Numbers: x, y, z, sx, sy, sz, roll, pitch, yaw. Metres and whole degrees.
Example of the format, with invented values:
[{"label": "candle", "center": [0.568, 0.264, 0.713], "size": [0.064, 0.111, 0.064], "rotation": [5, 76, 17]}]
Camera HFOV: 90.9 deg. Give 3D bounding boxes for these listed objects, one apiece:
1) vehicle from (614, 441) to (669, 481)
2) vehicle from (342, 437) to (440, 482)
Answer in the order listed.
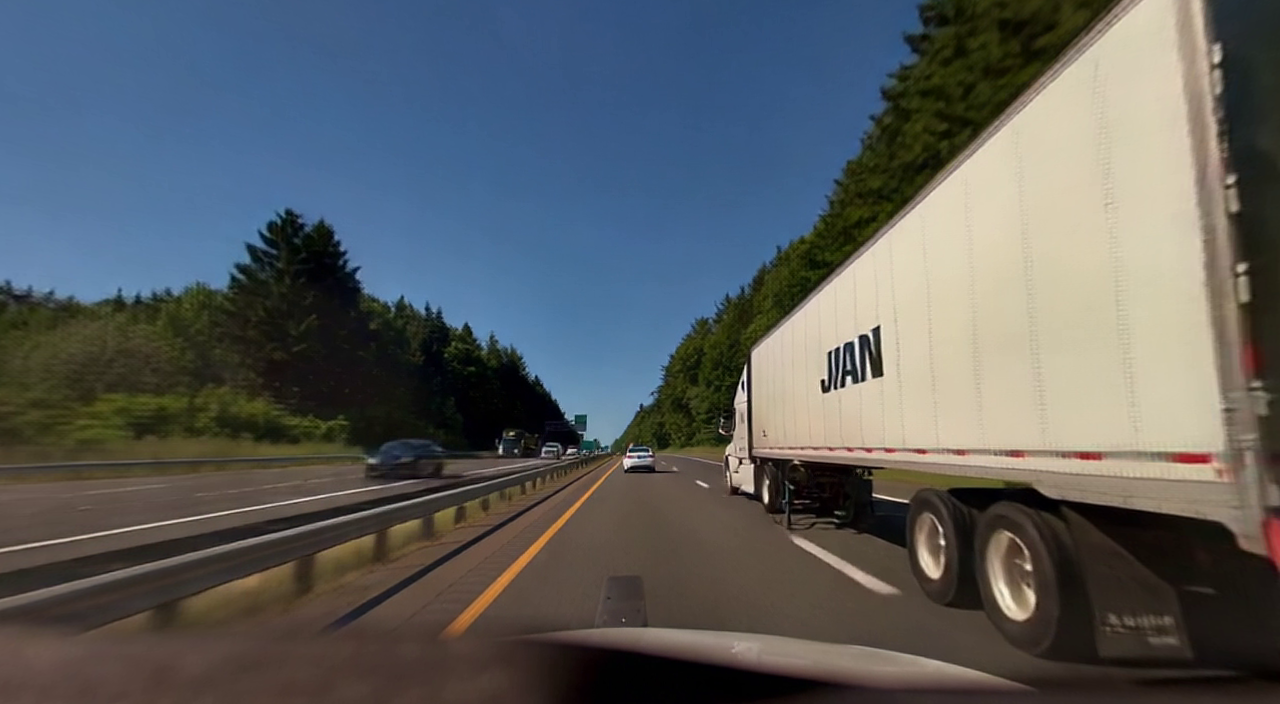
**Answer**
[{"label": "vehicle", "center": [0.040, 4.498, 26.384], "size": [2.114, 1.523, 4.012], "rotation": [0, -8, 0]}, {"label": "vehicle", "center": [-9.034, 3.906, 23.267], "size": [1.854, 1.486, 4.342], "rotation": [0, -8, 0]}]
